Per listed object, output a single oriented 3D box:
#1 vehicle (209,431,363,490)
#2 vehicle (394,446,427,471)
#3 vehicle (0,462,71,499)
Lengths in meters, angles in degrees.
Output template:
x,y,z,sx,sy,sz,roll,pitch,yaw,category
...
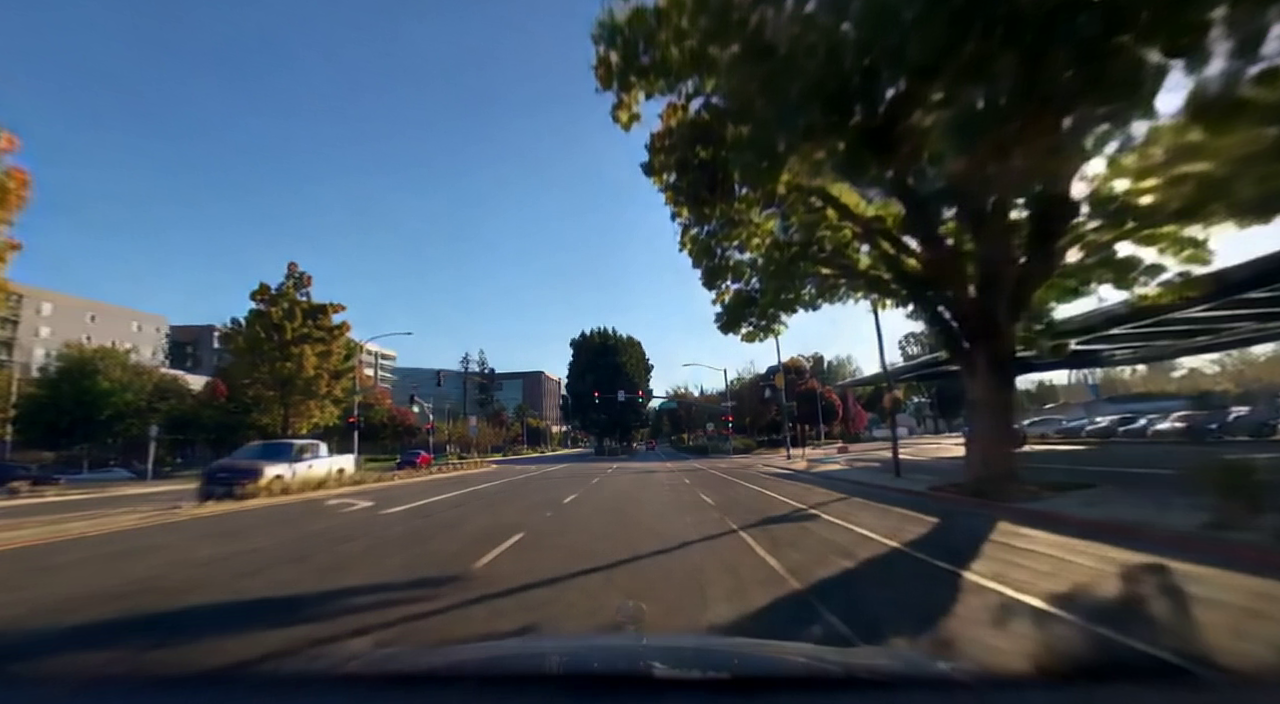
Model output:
x,y,z,sx,sy,sz,roll,pitch,yaw,category
-12.587,3.895,23.042,2.225,1.876,5.661,0,-8,2,vehicle
-17.088,7.860,46.771,1.999,1.710,4.228,4,-9,-23,vehicle
-34.537,7.043,34.816,2.020,1.812,4.914,1,-8,-8,vehicle
